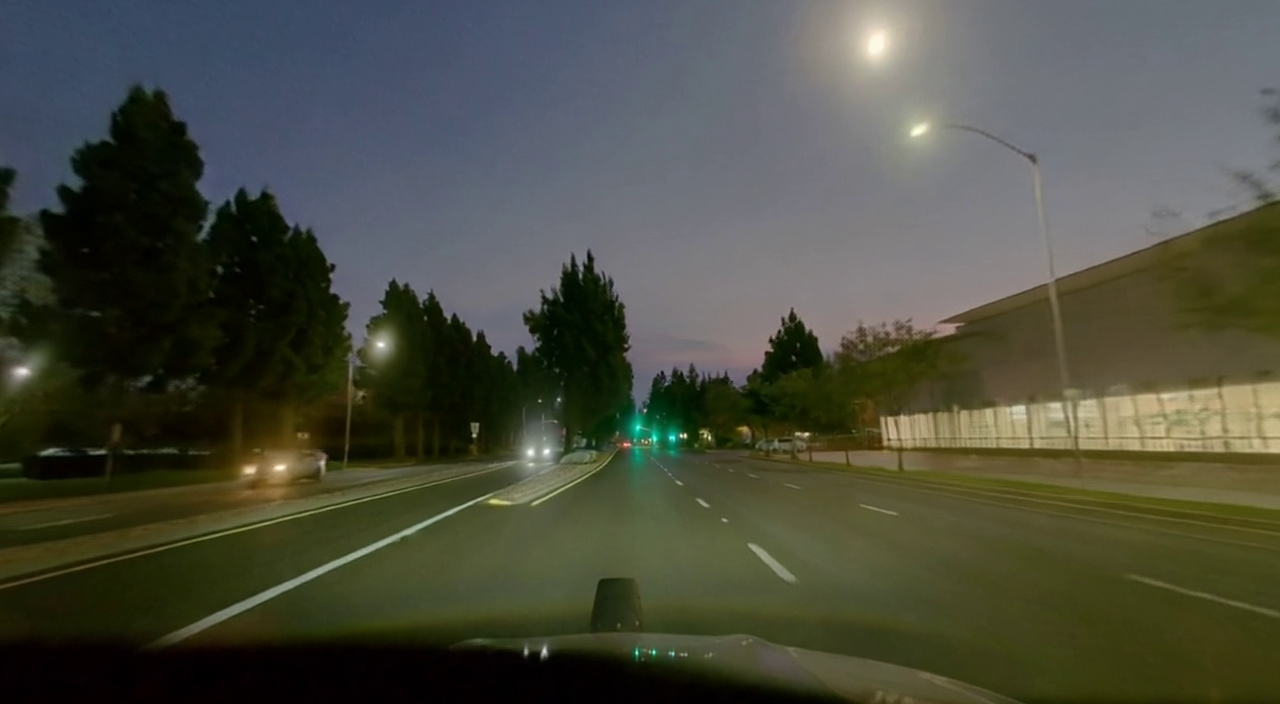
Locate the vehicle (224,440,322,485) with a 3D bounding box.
[{"bbox_3d":[-18.477,5.539,32.142,2.178,1.947,5.078,-3,-8,-3],"label":"vehicle"}]

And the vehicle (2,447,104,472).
[{"bbox_3d":[-39.377,7.186,42.431,4.819,1.509,1.921,-1,-8,-2],"label":"vehicle"}]
